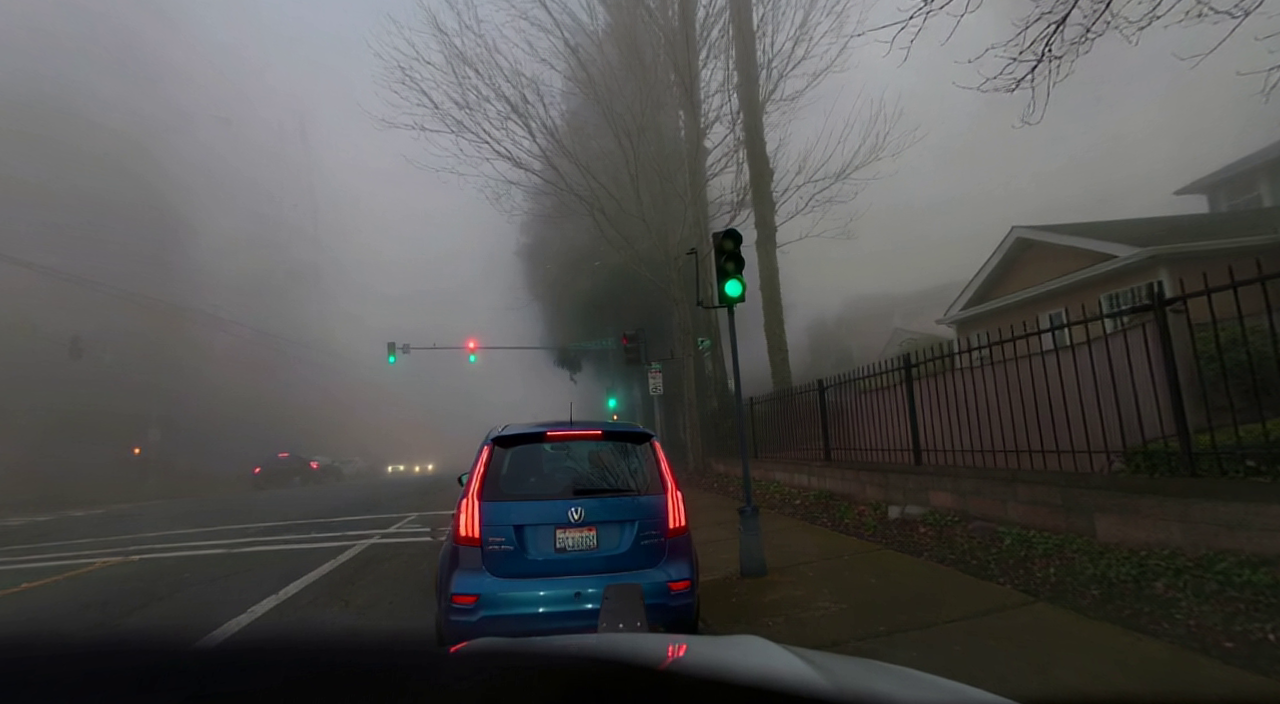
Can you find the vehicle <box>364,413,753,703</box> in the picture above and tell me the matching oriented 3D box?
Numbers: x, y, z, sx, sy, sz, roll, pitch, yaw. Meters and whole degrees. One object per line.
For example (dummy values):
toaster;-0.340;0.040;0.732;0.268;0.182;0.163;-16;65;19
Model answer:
vehicle;-0.670;1.361;5.227;2.024;1.502;3.702;1;-9;-9
